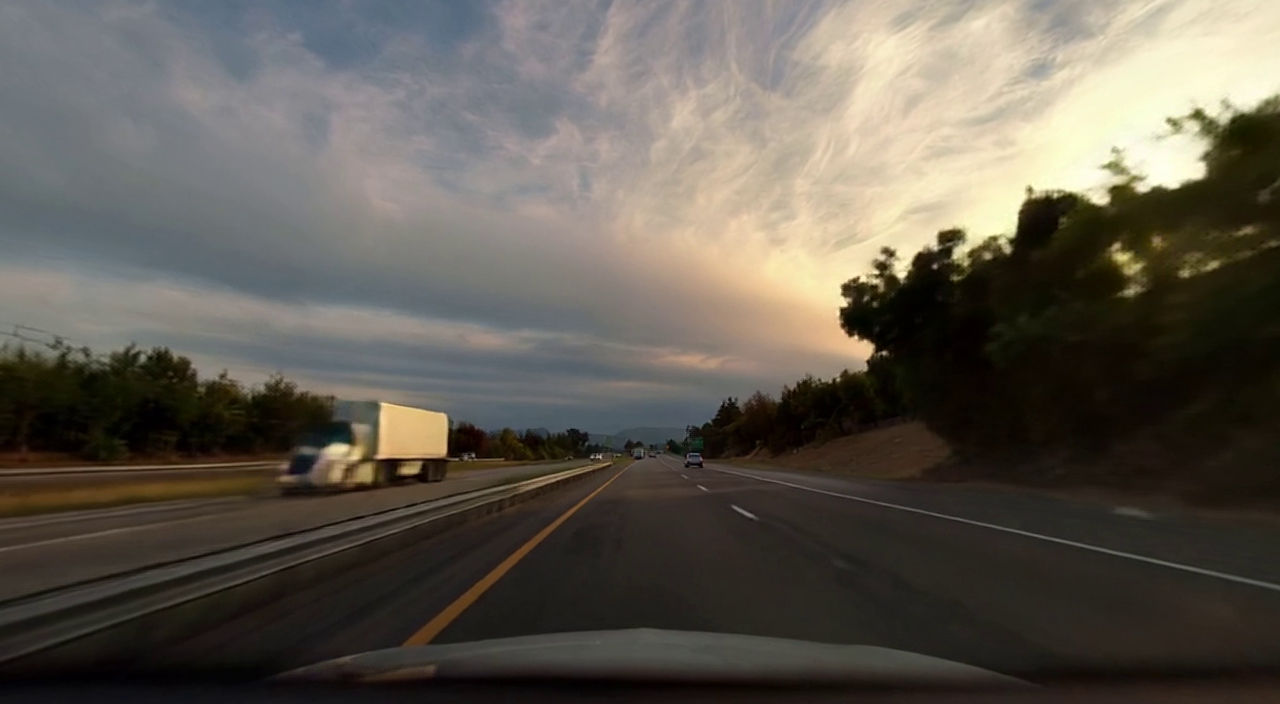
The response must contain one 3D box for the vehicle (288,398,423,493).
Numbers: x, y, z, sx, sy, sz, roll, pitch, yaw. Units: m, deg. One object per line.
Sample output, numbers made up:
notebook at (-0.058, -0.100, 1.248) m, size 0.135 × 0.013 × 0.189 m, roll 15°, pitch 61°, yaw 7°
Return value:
vehicle at (-12.799, 4.325, 29.180) m, size 2.956 × 3.840 × 6.896 m, roll 0°, pitch -9°, yaw 0°
